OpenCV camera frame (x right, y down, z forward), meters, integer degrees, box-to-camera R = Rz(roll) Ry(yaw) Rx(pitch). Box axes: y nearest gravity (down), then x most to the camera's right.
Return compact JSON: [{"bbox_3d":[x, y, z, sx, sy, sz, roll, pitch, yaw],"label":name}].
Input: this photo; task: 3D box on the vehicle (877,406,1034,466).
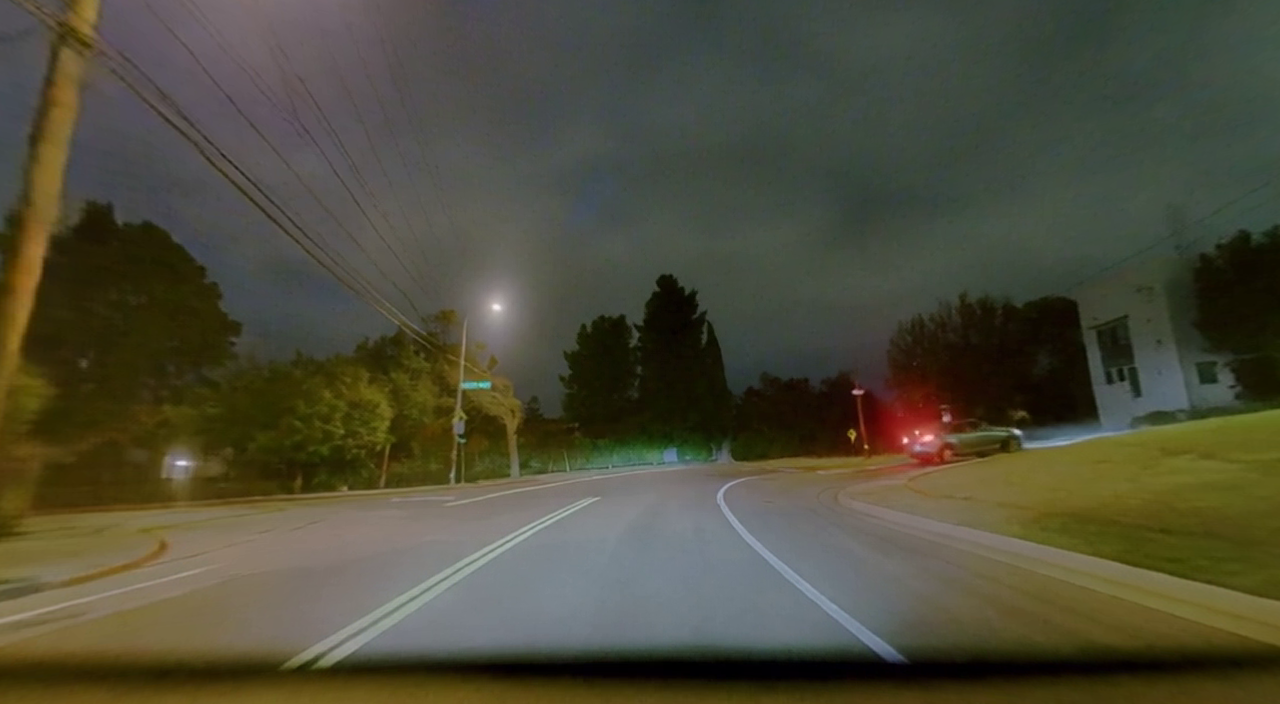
[{"bbox_3d":[12.024,3.240,24.179,4.810,1.732,2.176,-4,-10,-12],"label":"vehicle"}]
